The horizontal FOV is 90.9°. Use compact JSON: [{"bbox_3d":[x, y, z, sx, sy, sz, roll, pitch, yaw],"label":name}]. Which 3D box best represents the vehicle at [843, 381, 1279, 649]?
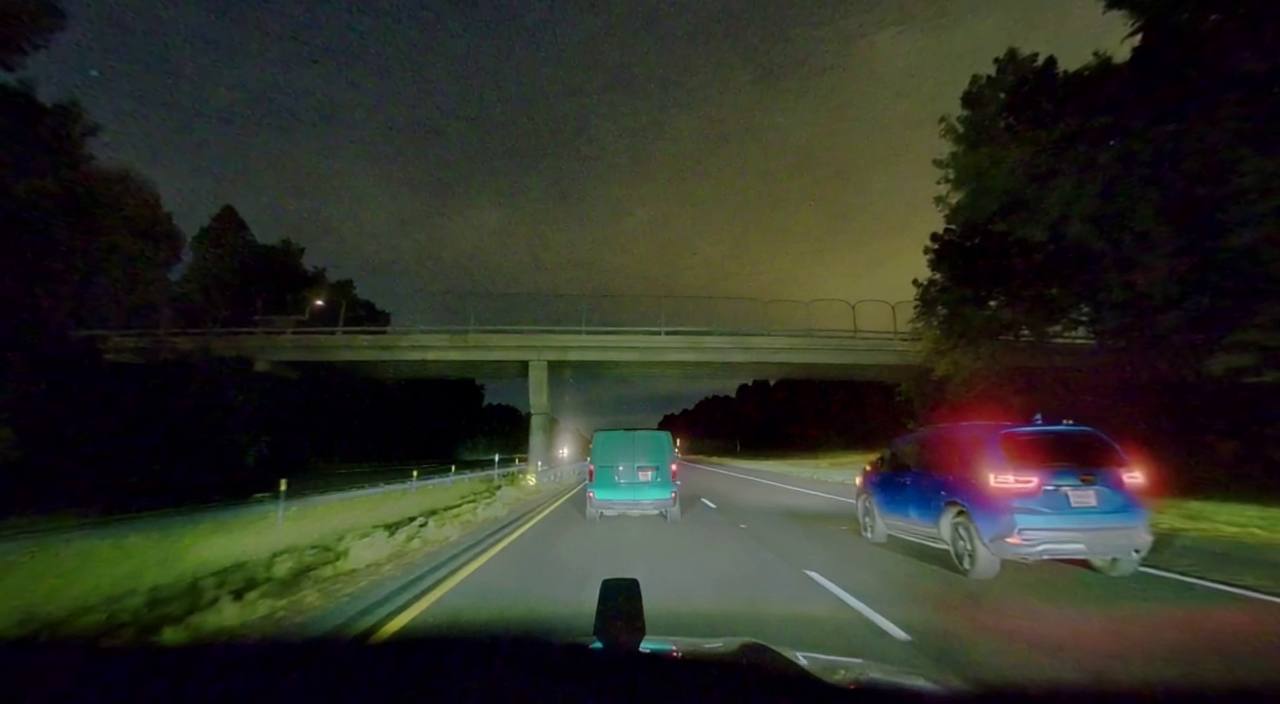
[{"bbox_3d":[3.960,1.439,6.577,2.043,1.767,4.620,0,-9,-1],"label":"vehicle"}]

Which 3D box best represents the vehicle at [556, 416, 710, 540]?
[{"bbox_3d":[-0.123,2.201,11.480,2.288,1.823,4.059,0,-9,-1],"label":"vehicle"}]
